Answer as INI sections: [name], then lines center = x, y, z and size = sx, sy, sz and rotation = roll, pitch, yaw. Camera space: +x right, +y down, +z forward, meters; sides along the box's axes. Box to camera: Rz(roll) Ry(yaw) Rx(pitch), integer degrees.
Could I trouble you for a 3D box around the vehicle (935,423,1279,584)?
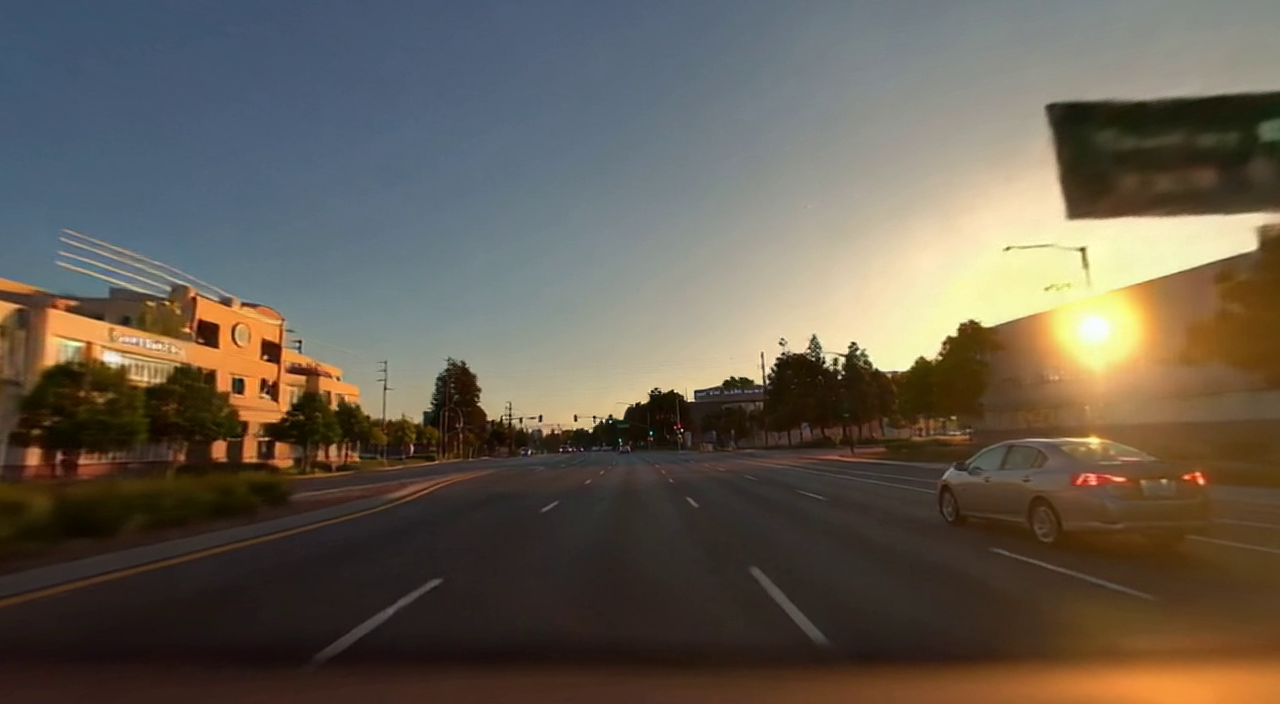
[vehicle]
center = 6.026, 1.773, 8.299
size = 2.070, 1.491, 4.575
rotation = 0, -9, 0
